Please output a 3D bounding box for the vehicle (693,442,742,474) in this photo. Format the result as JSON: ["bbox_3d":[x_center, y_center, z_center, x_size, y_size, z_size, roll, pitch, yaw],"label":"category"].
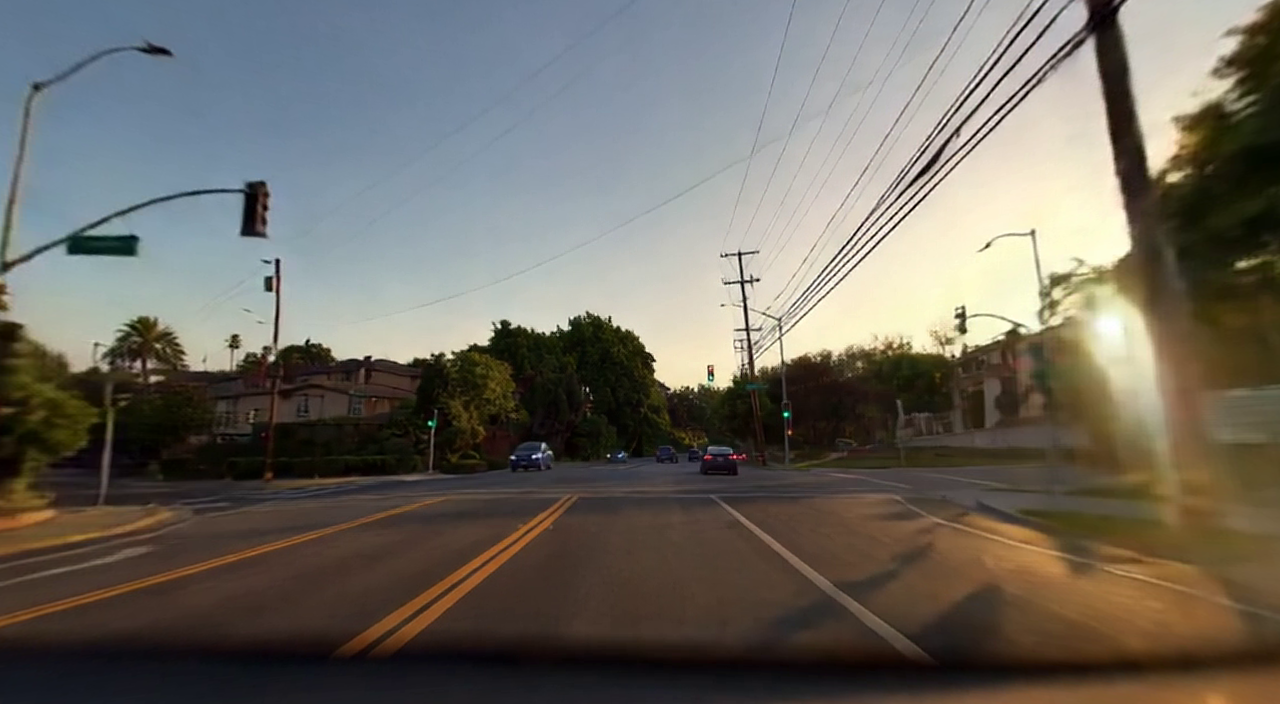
[{"bbox_3d":[3.842,5.314,31.912,1.951,1.479,4.487,0,-8,0],"label":"vehicle"}]

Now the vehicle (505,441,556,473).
[{"bbox_3d":[-6.269,6.040,36.598,1.959,1.741,4.393,-1,-8,2],"label":"vehicle"}]
